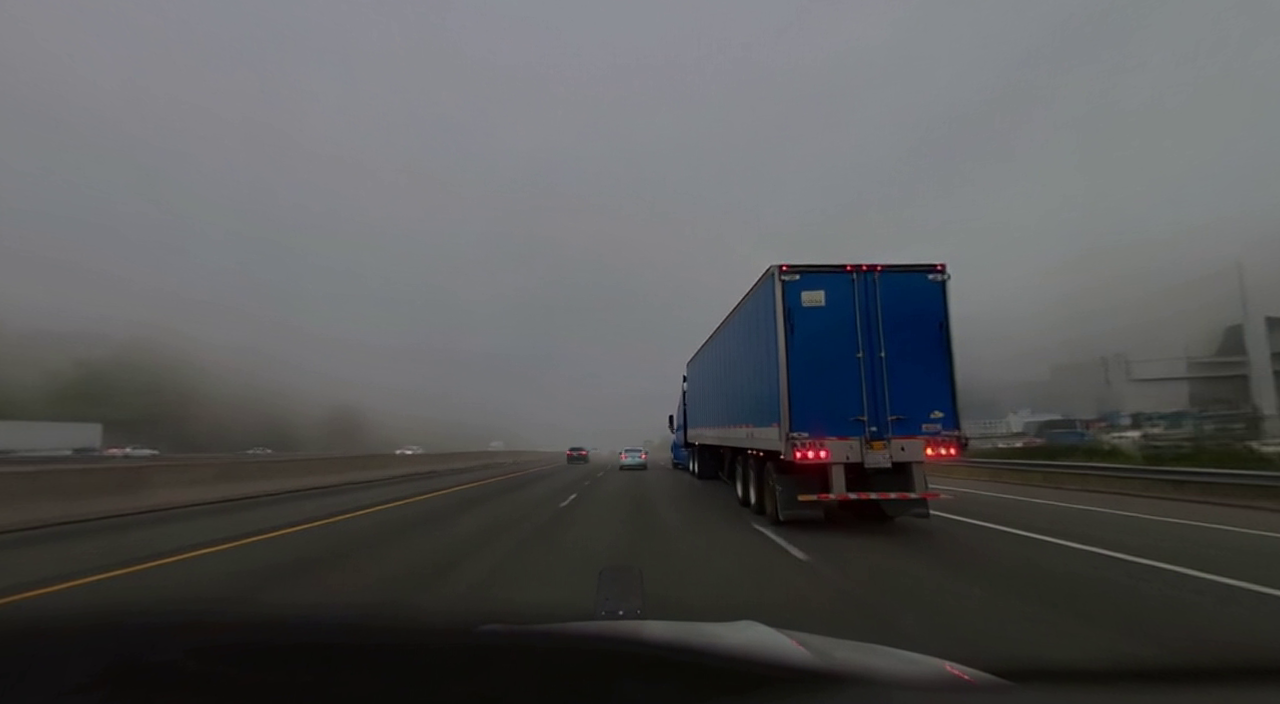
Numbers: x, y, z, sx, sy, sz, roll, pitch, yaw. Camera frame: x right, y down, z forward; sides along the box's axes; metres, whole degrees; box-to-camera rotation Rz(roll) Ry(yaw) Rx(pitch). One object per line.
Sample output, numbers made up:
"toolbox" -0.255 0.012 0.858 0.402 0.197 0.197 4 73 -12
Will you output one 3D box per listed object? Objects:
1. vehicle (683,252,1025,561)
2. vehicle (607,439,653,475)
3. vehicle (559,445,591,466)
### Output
"vehicle" 3.342 1.870 16.372 2.996 4.123 15.965 0 -9 -1
"vehicle" -0.493 5.371 32.518 2.191 1.685 4.015 0 -9 0
"vehicle" -4.862 7.823 47.727 1.995 1.491 4.317 0 -9 -1
